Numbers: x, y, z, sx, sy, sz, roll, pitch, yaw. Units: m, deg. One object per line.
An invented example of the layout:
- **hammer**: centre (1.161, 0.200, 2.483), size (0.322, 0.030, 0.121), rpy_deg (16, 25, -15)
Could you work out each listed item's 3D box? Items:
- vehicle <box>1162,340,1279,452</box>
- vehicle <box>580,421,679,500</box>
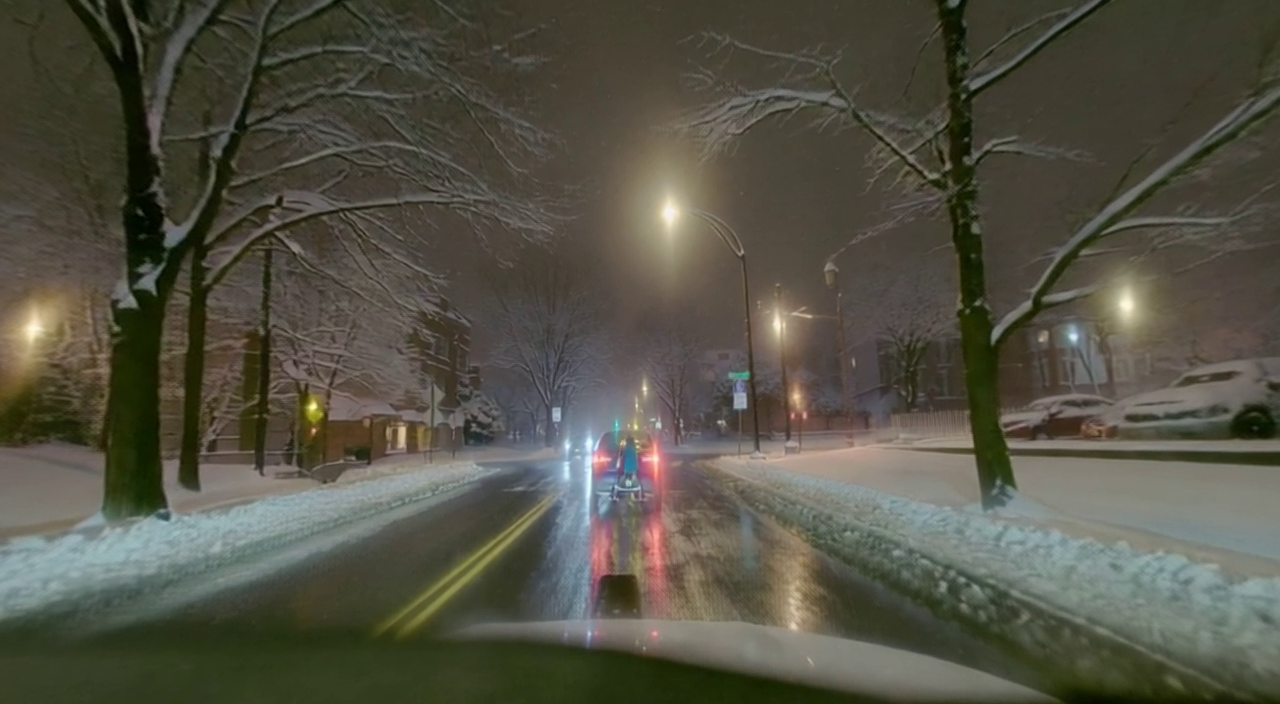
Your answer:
- **vehicle**: centre (12.613, 0.827, 11.343), size (4.350, 1.867, 2.091), rpy_deg (-1, -8, 6)
- **vehicle**: centre (-0.215, 2.629, 15.611), size (2.142, 1.686, 3.816), rpy_deg (-1, -8, 1)
